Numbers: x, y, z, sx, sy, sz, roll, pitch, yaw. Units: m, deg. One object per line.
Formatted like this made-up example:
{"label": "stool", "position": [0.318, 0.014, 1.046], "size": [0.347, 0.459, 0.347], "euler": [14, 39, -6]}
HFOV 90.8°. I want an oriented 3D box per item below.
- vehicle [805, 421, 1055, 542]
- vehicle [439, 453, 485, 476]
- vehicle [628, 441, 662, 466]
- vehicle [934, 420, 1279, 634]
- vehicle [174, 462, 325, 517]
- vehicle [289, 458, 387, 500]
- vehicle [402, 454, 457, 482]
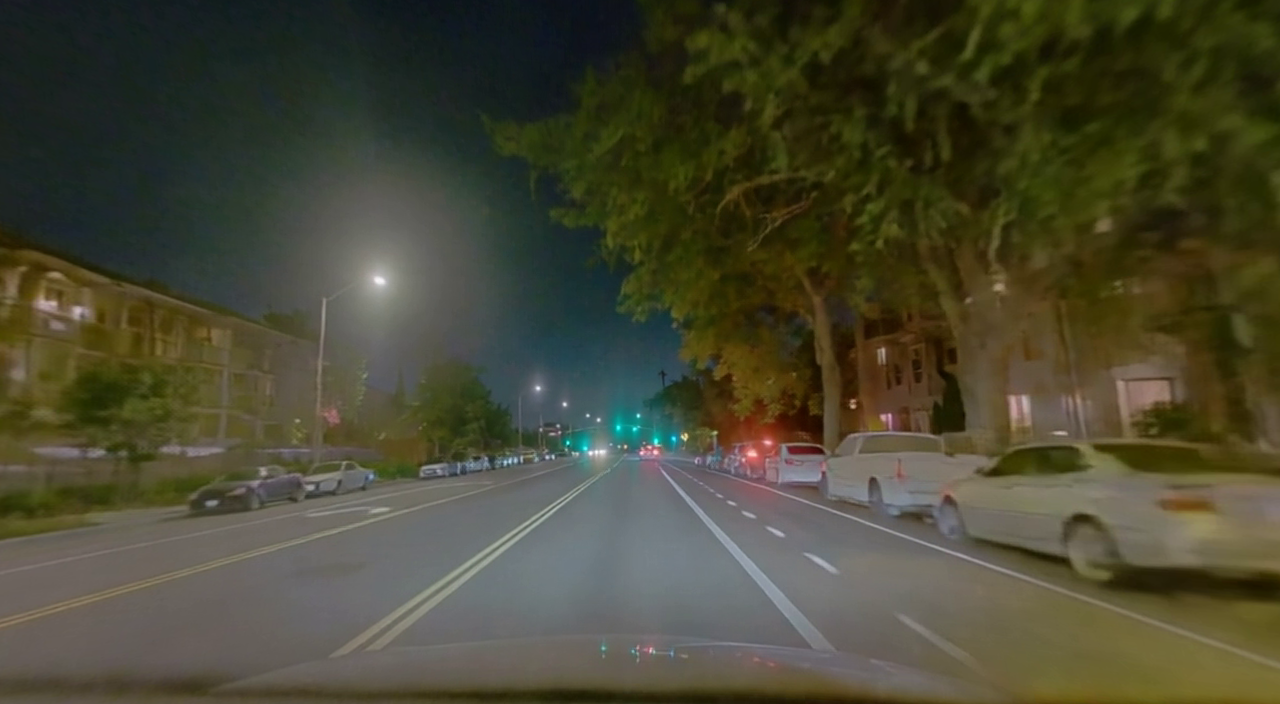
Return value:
{"label": "vehicle", "position": [5.017, 2.277, 12.011], "size": [2.217, 1.775, 4.960], "euler": [0, -8, -2]}
{"label": "vehicle", "position": [-12.308, 7.804, 43.939], "size": [1.916, 1.463, 4.564], "euler": [0, -9, -1]}
{"label": "vehicle", "position": [0.286, 6.382, 39.845], "size": [2.022, 1.471, 3.973], "euler": [0, -9, -1]}
{"label": "vehicle", "position": [5.080, 1.543, 6.615], "size": [1.875, 1.467, 4.332], "euler": [0, -9, -1]}
{"label": "vehicle", "position": [-12.662, 4.449, 20.942], "size": [1.969, 1.490, 4.675], "euler": [0, -9, 1]}
{"label": "vehicle", "position": [-12.384, 5.199, 26.287], "size": [1.853, 1.497, 4.527], "euler": [0, -9, 0]}
{"label": "vehicle", "position": [-12.555, 6.946, 37.997], "size": [1.877, 1.505, 4.125], "euler": [0, -9, 0]}
